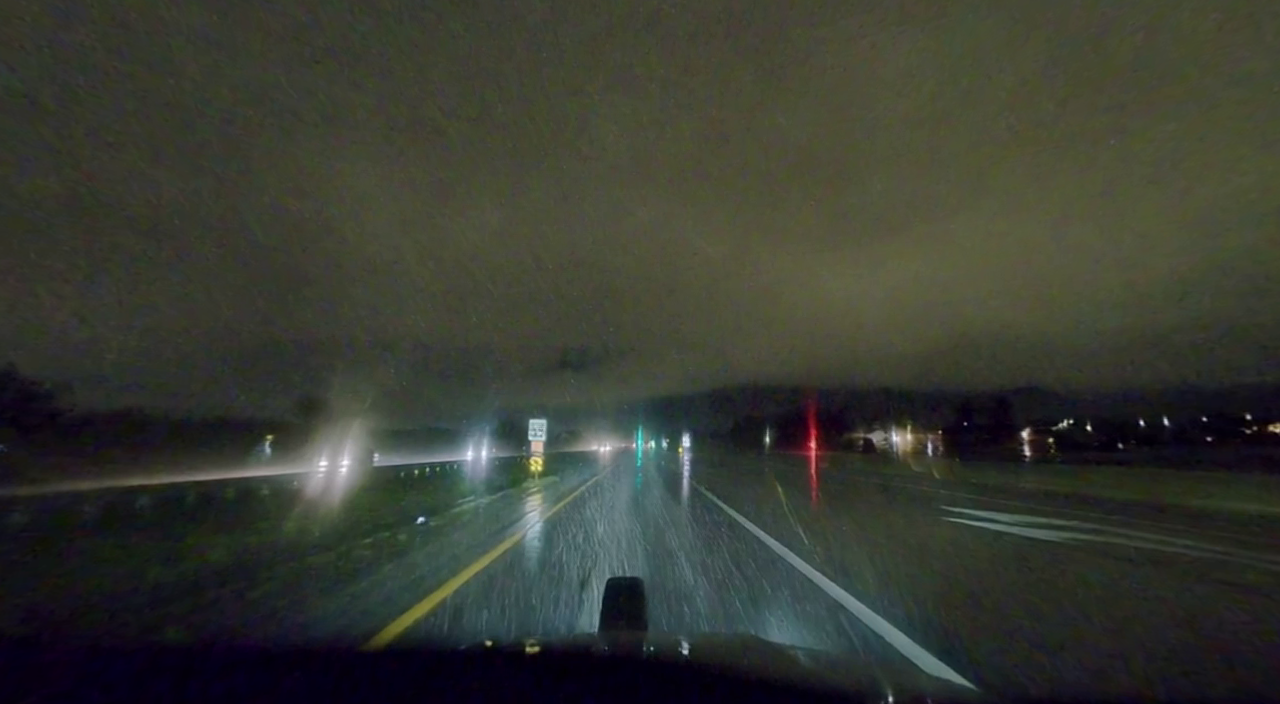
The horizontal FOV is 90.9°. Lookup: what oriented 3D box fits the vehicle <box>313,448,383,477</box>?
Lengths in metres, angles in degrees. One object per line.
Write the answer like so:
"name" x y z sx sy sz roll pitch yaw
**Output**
"vehicle" -16.709 6.315 36.360 1.906 1.500 4.321 0 -9 1
